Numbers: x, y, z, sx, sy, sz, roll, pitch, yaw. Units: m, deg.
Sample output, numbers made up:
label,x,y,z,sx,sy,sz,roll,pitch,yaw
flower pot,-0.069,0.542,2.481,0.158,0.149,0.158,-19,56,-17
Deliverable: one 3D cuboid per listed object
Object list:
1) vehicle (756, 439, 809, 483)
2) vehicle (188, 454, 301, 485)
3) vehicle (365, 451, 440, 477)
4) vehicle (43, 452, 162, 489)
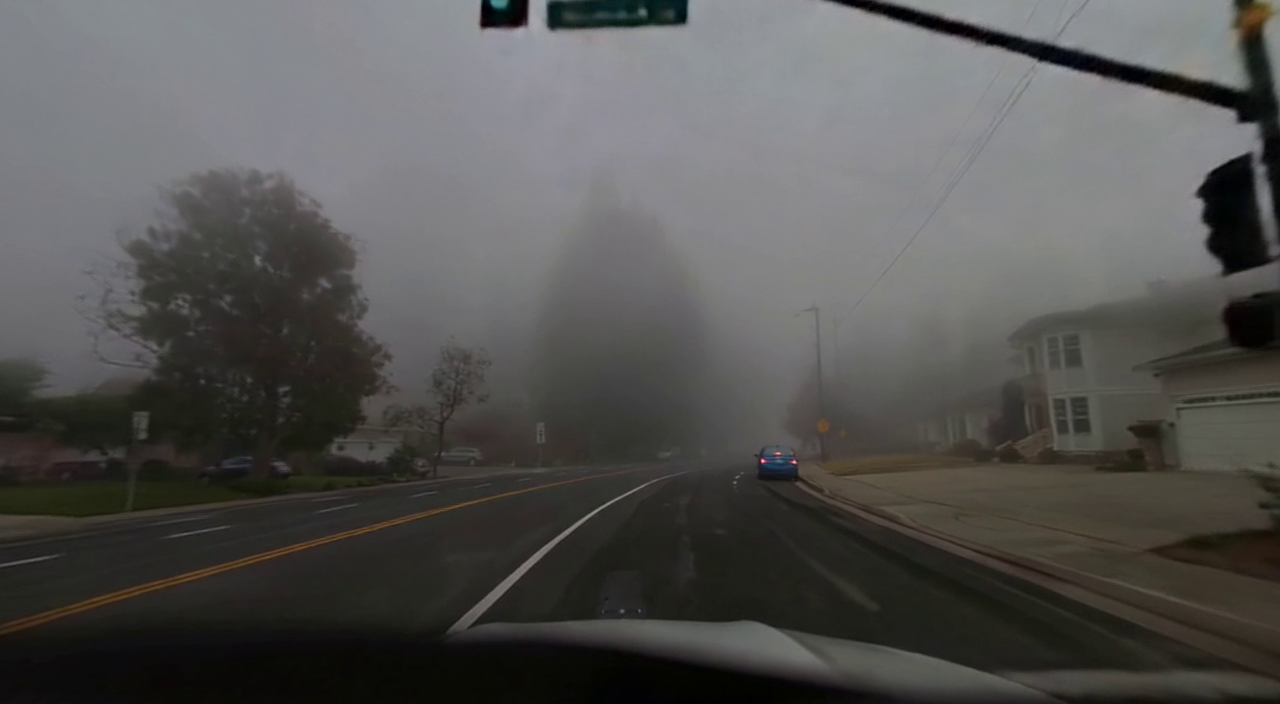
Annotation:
label,x,y,z,sx,sy,sz,roll,pitch,yaw
vehicle,6.256,4.815,28.166,1.989,1.782,4.351,-1,-9,9
vehicle,-19.852,5.885,31.810,4.658,1.482,1.879,-2,-9,10
vehicle,-15.441,7.270,41.146,4.284,1.549,1.828,-2,-9,15
vehicle,-26.906,5.915,31.731,4.164,1.720,2.019,0,-7,3
